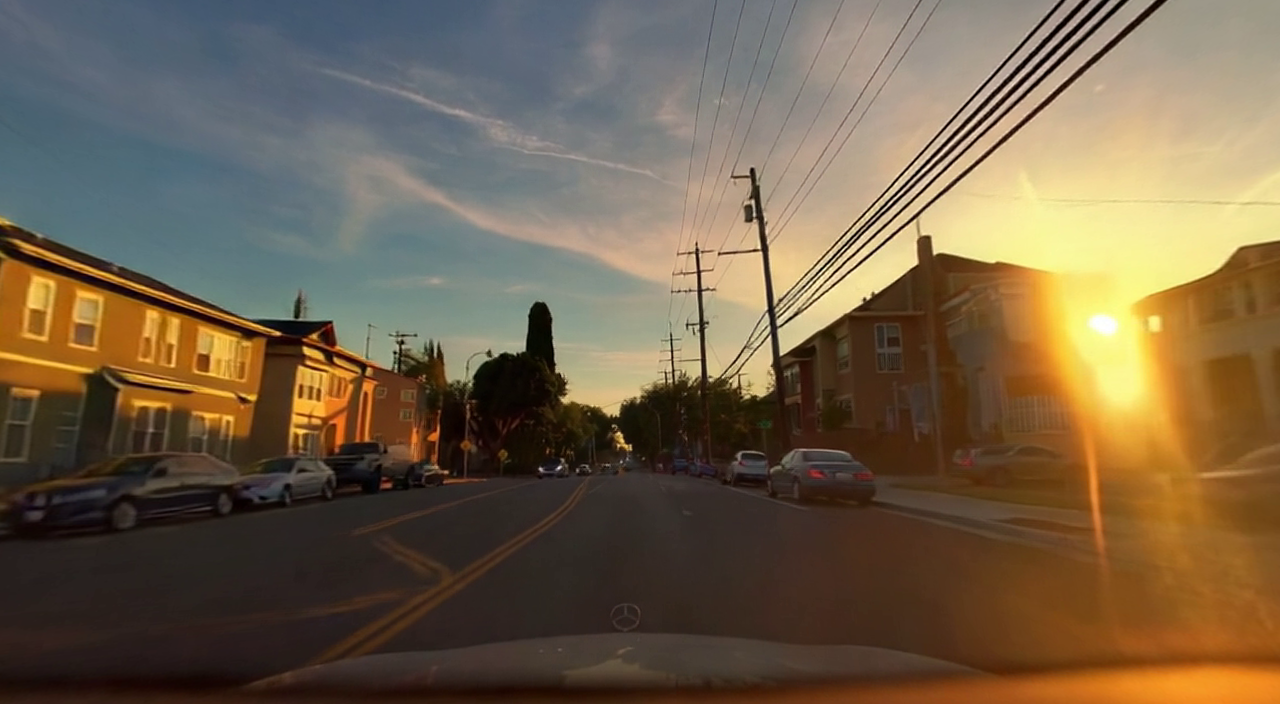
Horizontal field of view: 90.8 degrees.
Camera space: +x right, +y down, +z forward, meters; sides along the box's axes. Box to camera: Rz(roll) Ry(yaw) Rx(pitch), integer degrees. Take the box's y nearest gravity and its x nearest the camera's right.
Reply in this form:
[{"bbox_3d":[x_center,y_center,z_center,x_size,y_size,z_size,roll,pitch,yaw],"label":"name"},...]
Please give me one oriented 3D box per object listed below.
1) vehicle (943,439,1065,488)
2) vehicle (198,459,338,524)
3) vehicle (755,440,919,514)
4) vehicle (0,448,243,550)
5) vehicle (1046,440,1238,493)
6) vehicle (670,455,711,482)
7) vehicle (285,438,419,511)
[{"bbox_3d":[13.073,4.027,22.944,3.545,1.448,2.041,-5,-4,24],"label":"vehicle"},{"bbox_3d":[-10.845,4.036,18.855,1.826,1.455,4.475,-3,-8,-5],"label":"vehicle"},{"bbox_3d":[4.508,2.918,15.419,2.059,1.502,4.824,1,-8,-5],"label":"vehicle"},{"bbox_3d":[-10.464,2.846,13.068,1.900,1.683,4.486,1,-8,-6],"label":"vehicle"},{"bbox_3d":[14.812,3.381,18.961,4.153,1.407,1.707,-4,-9,27],"label":"vehicle"},{"bbox_3d":[3.193,7.486,40.756,1.917,1.434,4.733,-3,-8,-4],"label":"vehicle"},{"bbox_3d":[-11.029,4.682,24.912,2.687,2.491,5.936,0,-8,-3],"label":"vehicle"}]
